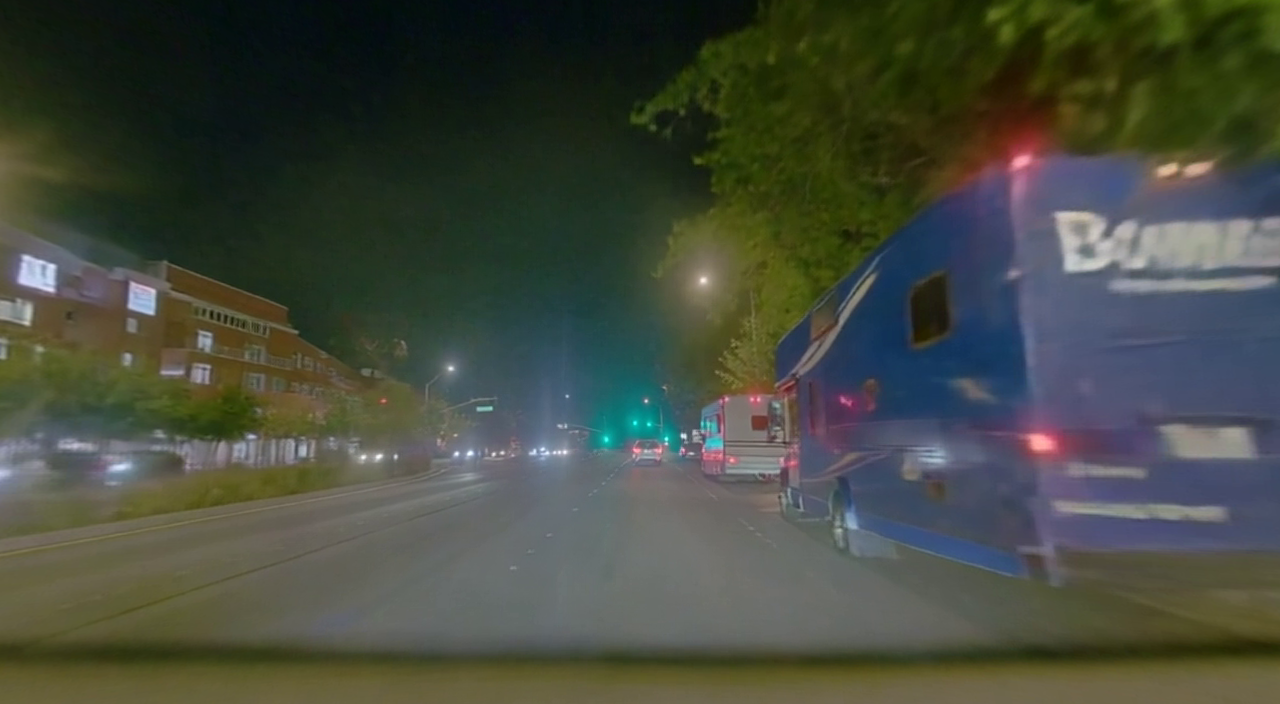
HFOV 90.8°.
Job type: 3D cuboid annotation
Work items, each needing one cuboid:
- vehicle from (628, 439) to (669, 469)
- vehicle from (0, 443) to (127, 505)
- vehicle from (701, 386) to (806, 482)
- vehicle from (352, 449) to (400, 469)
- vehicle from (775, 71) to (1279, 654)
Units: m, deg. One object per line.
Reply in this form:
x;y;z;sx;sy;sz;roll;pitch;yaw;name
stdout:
0.448;5.613;35.007;2.103;1.506;4.742;0;-9;0;vehicle
-17.484;3.393;17.901;2.067;1.578;4.457;0;-9;1;vehicle
4.283;3.451;25.784;2.924;3.250;7.780;-1;-9;1;vehicle
-20.350;8.222;48.820;1.796;1.445;4.236;0;-9;1;vehicle
4.112;0.566;8.377;2.896;3.921;8.415;0;-9;1;vehicle
